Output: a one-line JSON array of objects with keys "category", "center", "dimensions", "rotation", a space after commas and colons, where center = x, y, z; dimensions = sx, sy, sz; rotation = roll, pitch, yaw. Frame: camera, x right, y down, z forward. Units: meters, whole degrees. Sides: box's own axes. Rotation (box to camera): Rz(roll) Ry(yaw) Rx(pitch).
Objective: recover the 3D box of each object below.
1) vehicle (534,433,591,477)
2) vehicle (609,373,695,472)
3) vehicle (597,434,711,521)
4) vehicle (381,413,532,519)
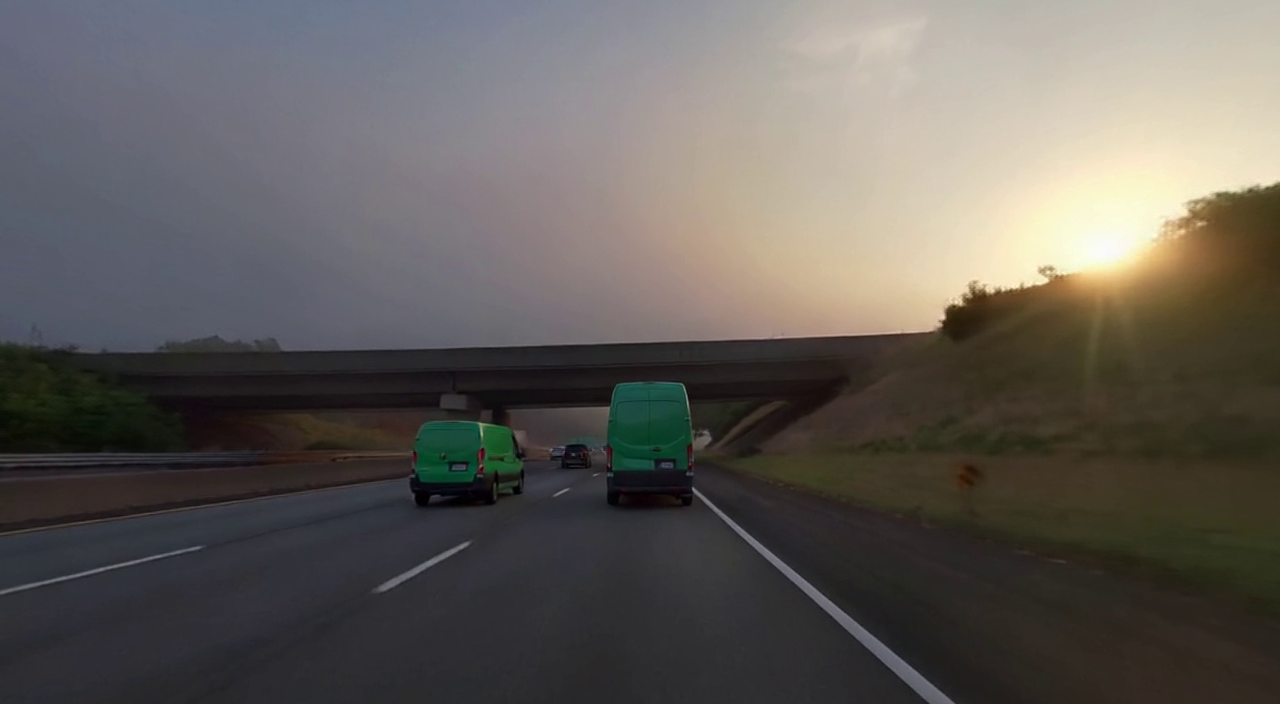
[{"category": "vehicle", "center": [-3.485, 4.747, 29.242], "dimensions": [2.068, 1.862, 4.234], "rotation": [0, -9, 0]}, {"category": "vehicle", "center": [0.480, 4.125, 33.618], "dimensions": [3.289, 3.822, 18.653], "rotation": [0, -9, 0]}, {"category": "vehicle", "center": [0.234, 2.448, 12.696], "dimensions": [1.991, 1.507, 3.391], "rotation": [0, -9, 0]}, {"category": "vehicle", "center": [-3.648, 2.367, 13.400], "dimensions": [1.951, 1.882, 3.979], "rotation": [0, -9, 1]}]
